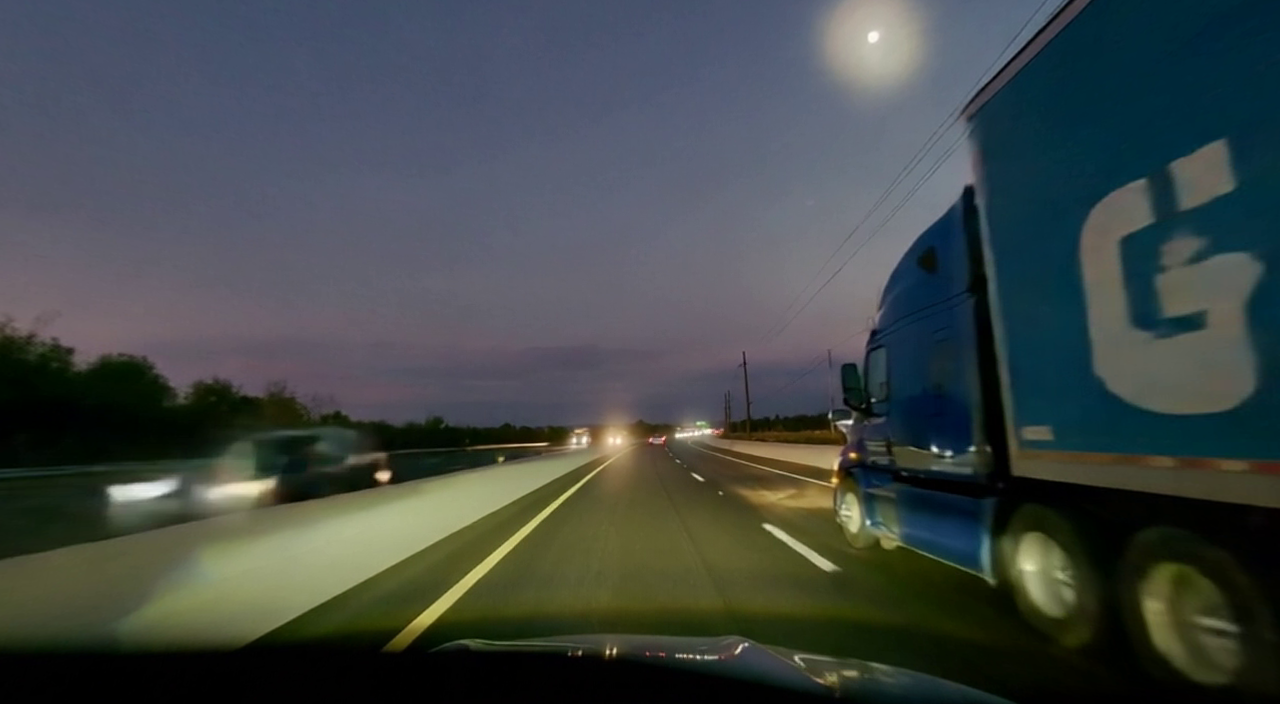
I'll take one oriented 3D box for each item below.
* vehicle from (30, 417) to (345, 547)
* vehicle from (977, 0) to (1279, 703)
[{"bbox_3d":[-6.908,1.988,10.366,2.184,1.670,4.163,0,-8,-3],"label":"vehicle"},{"bbox_3d":[4.110,-0.367,1.467,2.979,4.151,6.405,0,-8,0],"label":"vehicle"}]
